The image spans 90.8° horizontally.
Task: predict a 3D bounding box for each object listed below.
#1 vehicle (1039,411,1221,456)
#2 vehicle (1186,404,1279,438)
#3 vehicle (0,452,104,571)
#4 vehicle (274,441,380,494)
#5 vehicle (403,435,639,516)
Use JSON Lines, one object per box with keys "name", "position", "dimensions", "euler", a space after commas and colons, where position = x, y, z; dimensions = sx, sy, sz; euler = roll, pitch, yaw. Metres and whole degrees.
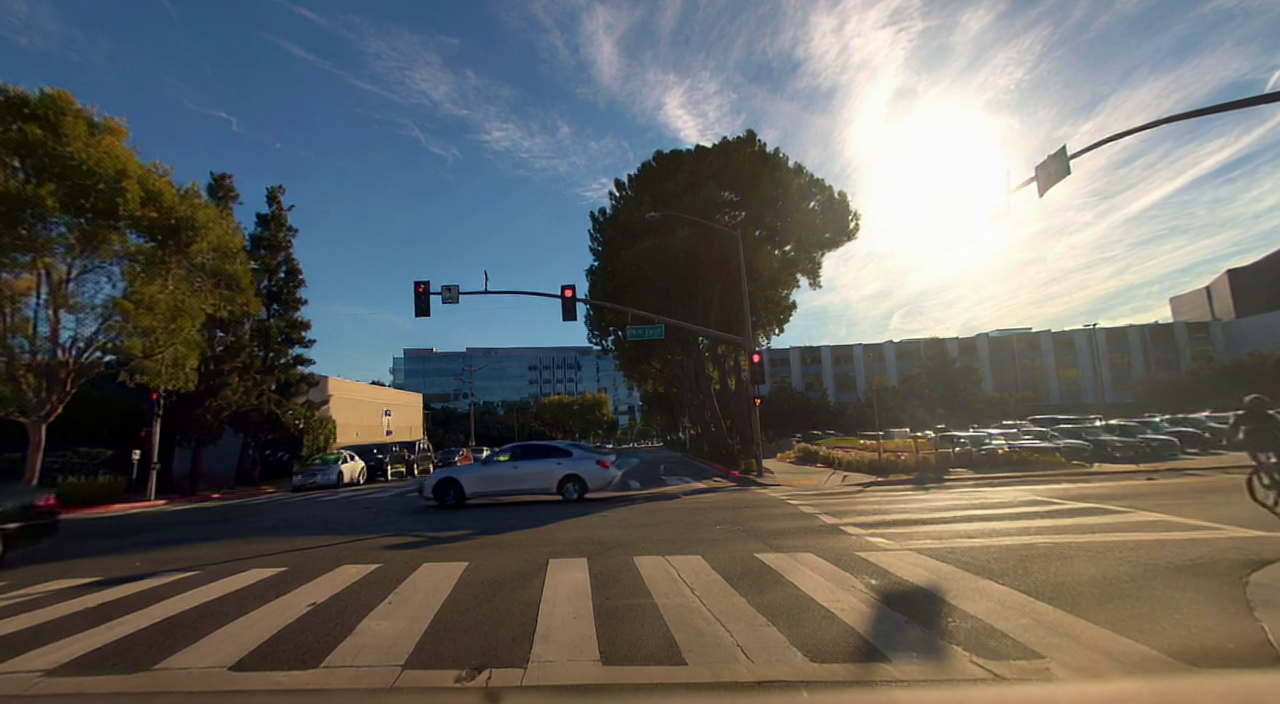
{"name": "vehicle", "position": [16.933, 2.902, 22.118], "dimensions": [4.560, 1.453, 1.851], "euler": [-3, -9, 18]}
{"name": "vehicle", "position": [34.902, 4.021, 36.662], "dimensions": [4.326, 1.511, 1.725], "euler": [-8, -9, 17]}
{"name": "vehicle", "position": [-9.078, 1.812, 6.867], "dimensions": [1.755, 1.419, 4.533], "euler": [-4, -10, 24]}
{"name": "vehicle", "position": [-13.734, 5.063, 28.148], "dimensions": [2.251, 1.957, 4.968], "euler": [-4, -9, -1]}
{"name": "vehicle", "position": [-2.397, 2.426, 12.809], "dimensions": [4.385, 1.419, 1.855], "euler": [3, -9, -18]}
